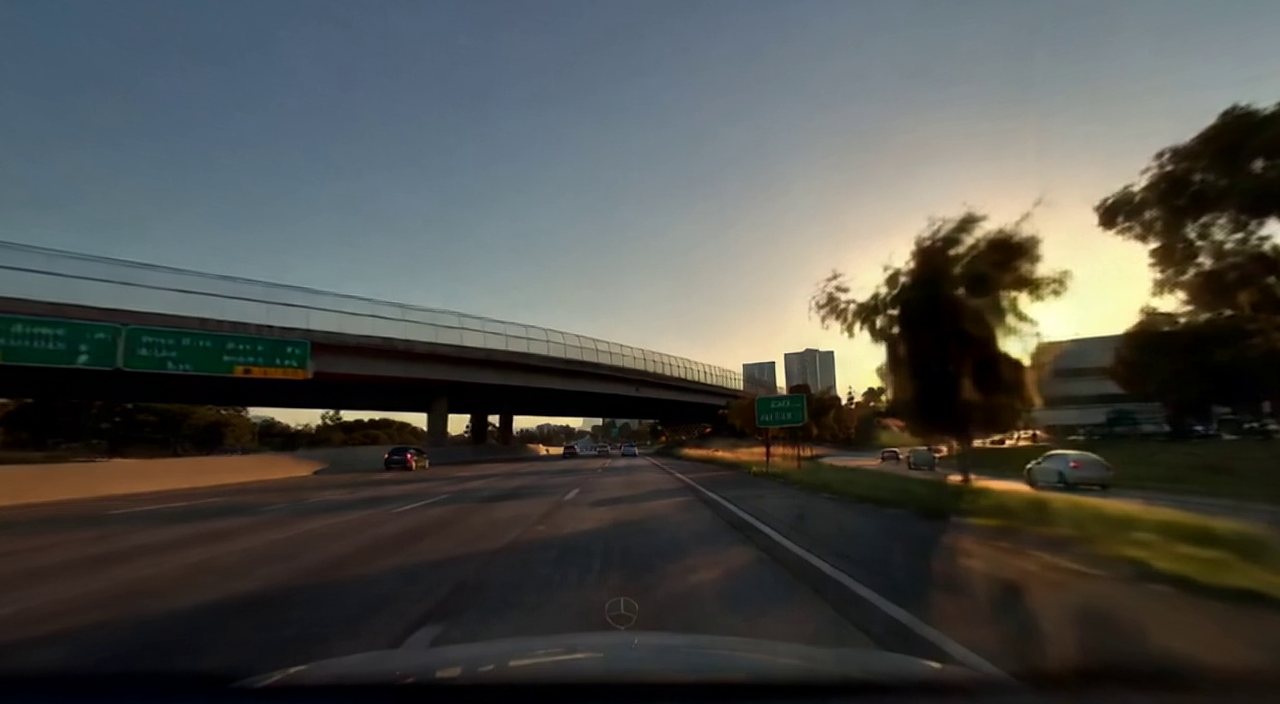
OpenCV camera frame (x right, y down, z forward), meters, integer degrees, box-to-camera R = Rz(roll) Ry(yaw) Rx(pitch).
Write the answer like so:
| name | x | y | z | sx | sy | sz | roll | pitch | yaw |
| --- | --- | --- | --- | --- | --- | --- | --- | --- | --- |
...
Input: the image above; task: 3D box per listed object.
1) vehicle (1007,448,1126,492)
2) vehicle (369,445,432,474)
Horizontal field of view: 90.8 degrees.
| name | x | y | z | sx | sy | sz | roll | pitch | yaw |
| --- | --- | --- | --- | --- | --- | --- | --- | --- | --- |
| vehicle | 19.242 | 5.304 | 28.863 | 2.172 | 1.778 | 5.085 | -1 | -8 | 5 |
| vehicle | -14.327 | 6.421 | 38.044 | 2.057 | 1.619 | 4.443 | 0 | -8 | 0 |
